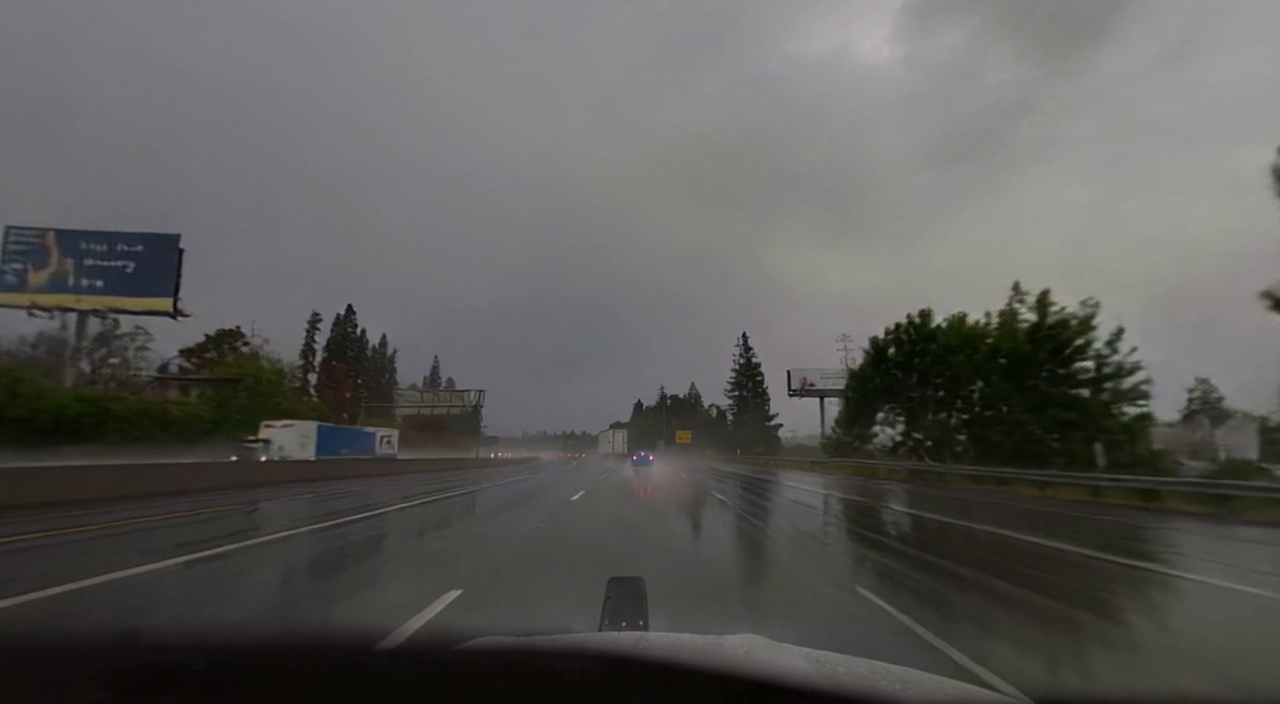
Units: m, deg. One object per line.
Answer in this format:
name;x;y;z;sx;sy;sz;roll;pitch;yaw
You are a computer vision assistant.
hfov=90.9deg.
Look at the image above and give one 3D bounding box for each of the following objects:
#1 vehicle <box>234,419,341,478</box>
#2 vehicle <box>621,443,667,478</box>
vehicle;-25.325;7.003;45.985;3.016;3.920;8.421;0;-8;-1
vehicle;0.107;5.155;30.196;2.042;1.528;4.300;0;-8;-2
